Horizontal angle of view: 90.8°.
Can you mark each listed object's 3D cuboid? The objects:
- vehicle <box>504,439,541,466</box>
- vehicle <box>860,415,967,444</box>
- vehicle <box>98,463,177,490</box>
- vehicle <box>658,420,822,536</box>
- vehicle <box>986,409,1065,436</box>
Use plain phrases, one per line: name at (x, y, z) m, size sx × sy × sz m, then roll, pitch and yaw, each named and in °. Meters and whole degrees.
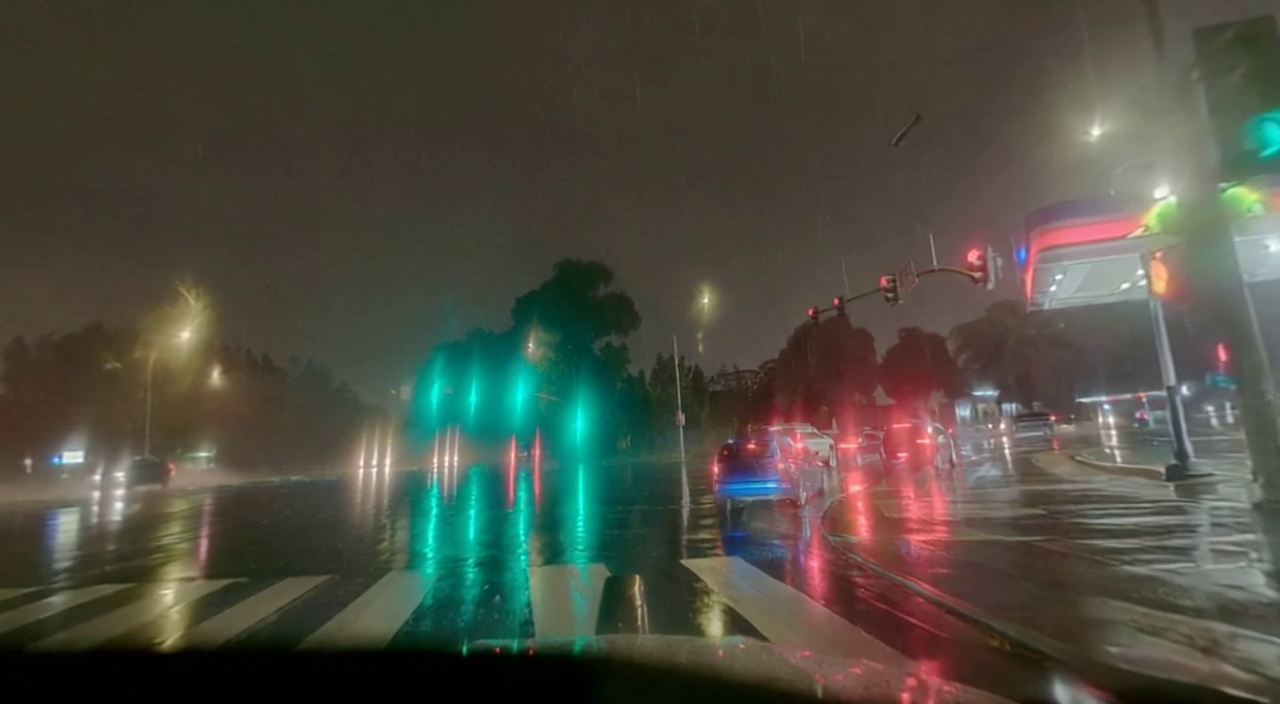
vehicle at (-7.831, 6.710, 42.359) m, size 2.210 × 1.722 × 4.215 m, roll 1°, pitch -8°, yaw -8°
vehicle at (14.001, 4.020, 32.451) m, size 4.700 × 1.417 × 1.789 m, roll 1°, pitch -9°, yaw -8°
vehicle at (-32.628, 8.072, 41.202) m, size 1.894 × 1.480 × 4.710 m, roll 1°, pitch -8°, yaw -9°
vehicle at (1.862, 1.949, 10.440) m, size 1.976 × 1.462 × 4.342 m, roll -3°, pitch -9°, yaw 18°
vehicle at (24.361, 4.457, 39.960) m, size 3.923 × 1.619 × 1.817 m, roll 1°, pitch -8°, yaw -9°
